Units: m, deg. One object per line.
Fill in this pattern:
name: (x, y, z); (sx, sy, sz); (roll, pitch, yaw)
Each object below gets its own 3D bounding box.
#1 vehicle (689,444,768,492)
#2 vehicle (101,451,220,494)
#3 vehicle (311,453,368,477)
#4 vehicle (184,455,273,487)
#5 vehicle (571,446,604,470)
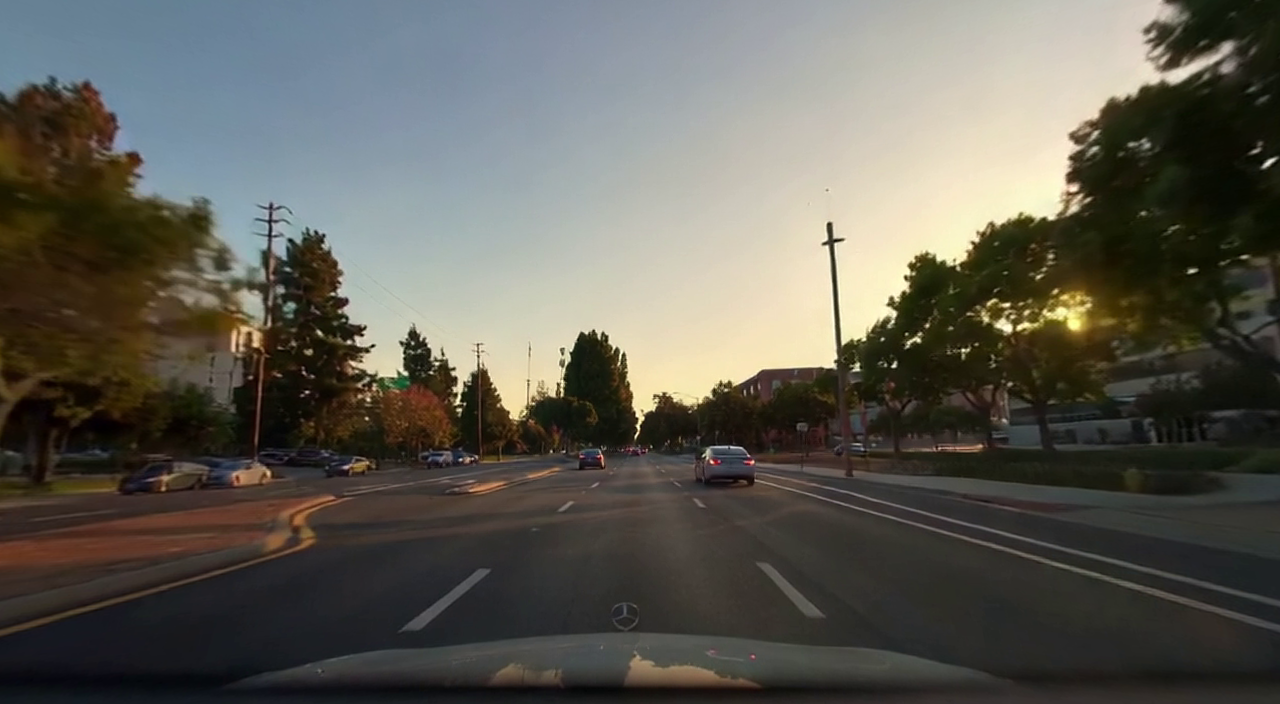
vehicle: (2.934, 3.950, 21.863); (1.966, 1.449, 4.290); (0, -9, -2)
vehicle: (-22.404, 5.594, 29.794); (1.995, 1.801, 4.711); (0, -9, -2)
vehicle: (-22.419, 8.431, 47.285); (1.926, 1.681, 4.601); (-1, -9, 1)
vehicle: (-22.586, 6.526, 34.907); (1.818, 1.588, 4.708); (0, -9, -1)
vehicle: (-3.665, 7.458, 44.664); (1.935, 1.617, 4.045); (-1, -9, 0)
